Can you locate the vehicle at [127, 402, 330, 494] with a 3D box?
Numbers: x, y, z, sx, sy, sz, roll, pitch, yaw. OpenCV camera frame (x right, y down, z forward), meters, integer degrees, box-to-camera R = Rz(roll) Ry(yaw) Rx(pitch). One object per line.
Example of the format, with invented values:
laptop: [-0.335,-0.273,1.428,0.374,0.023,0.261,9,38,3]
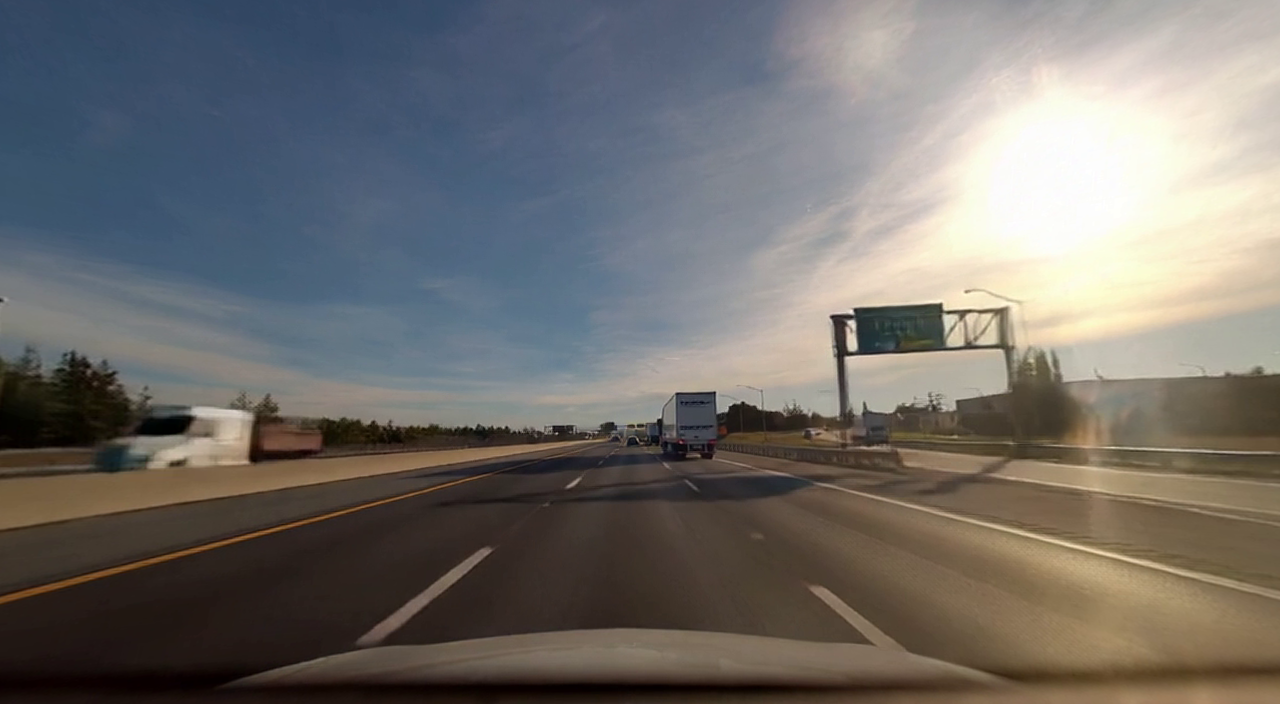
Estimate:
vehicle: [-16.568,3.982,26.437,2.818,3.191,8.511,0,-8,0]

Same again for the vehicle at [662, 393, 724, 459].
vehicle: [3.521,5.559,46.101,2.976,4.064,14.619,0,-8,-1]
